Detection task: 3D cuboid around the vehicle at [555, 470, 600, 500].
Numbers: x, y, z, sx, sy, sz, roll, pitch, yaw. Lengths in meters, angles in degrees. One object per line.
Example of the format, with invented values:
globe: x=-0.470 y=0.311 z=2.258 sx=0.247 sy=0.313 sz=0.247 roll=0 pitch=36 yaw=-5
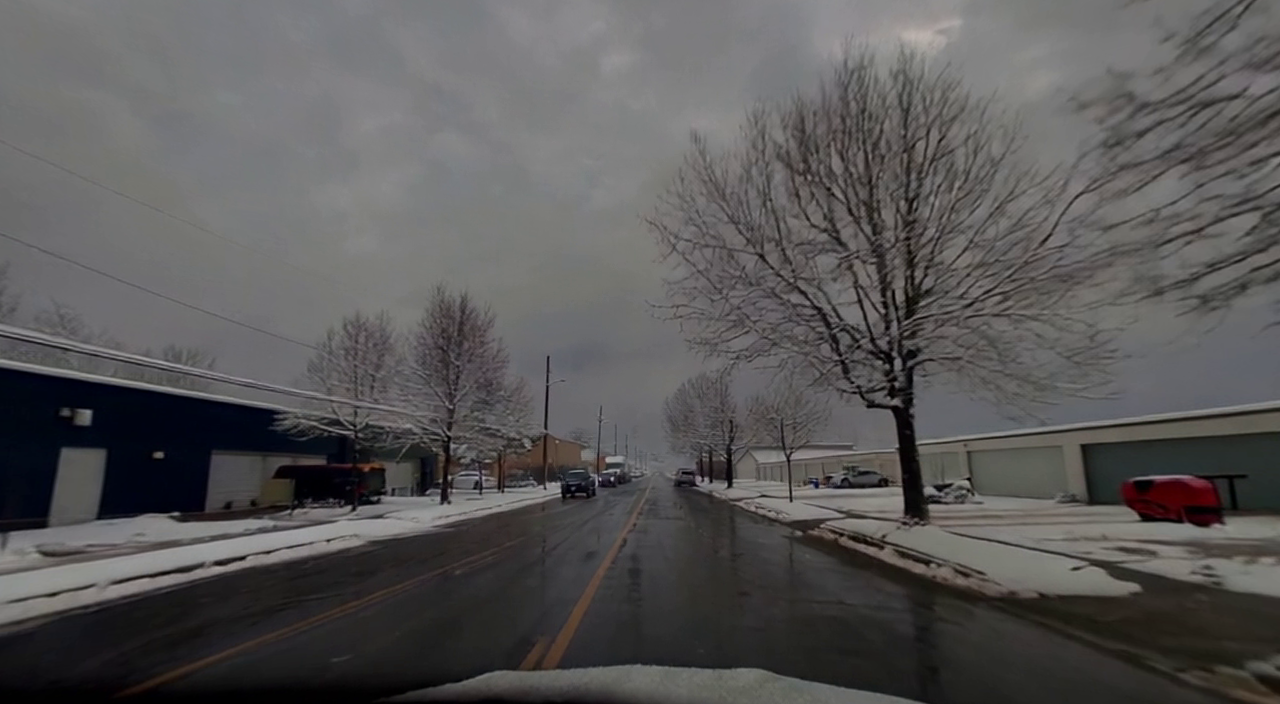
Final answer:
vehicle: x=-3.556 y=7.679 z=36.634 sx=1.927 sy=1.580 sz=4.556 roll=-1 pitch=-10 yaw=3
